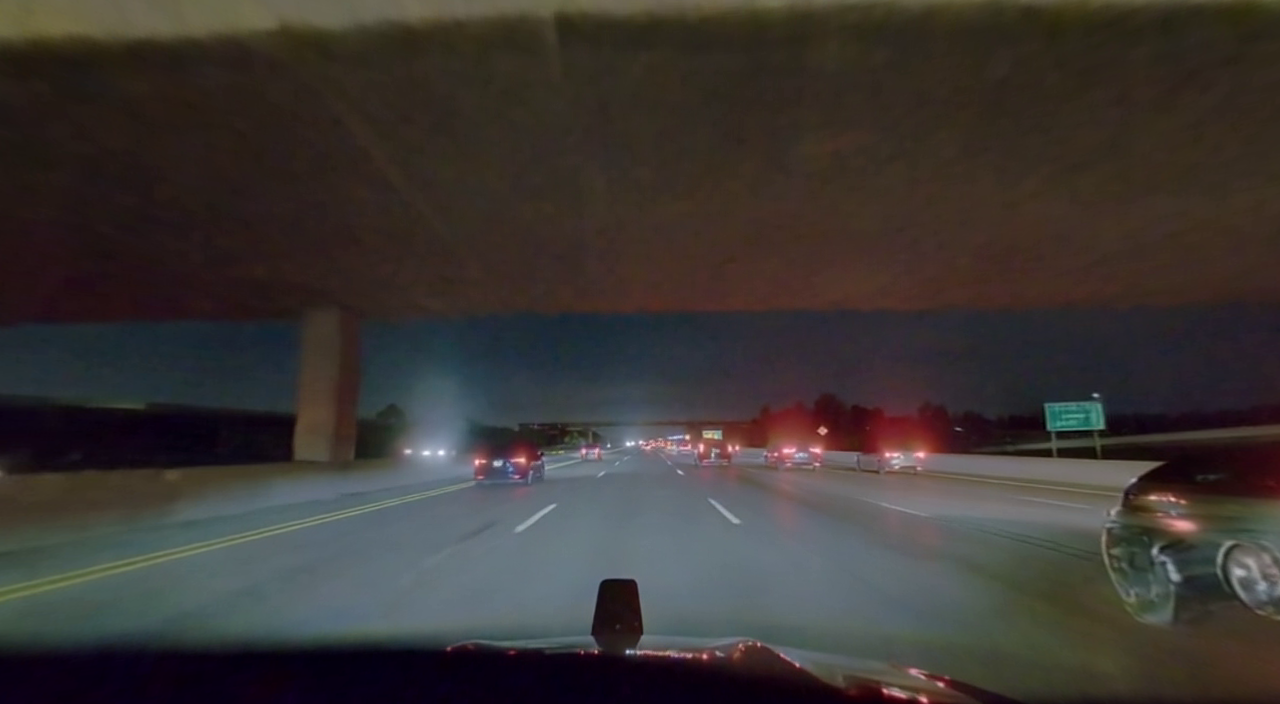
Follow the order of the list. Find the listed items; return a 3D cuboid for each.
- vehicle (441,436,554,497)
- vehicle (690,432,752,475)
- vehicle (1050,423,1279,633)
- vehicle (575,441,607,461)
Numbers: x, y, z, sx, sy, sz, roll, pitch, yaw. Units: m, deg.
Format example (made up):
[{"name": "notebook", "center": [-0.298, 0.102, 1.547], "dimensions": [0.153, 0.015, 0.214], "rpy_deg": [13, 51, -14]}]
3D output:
[{"name": "vehicle", "center": [-3.809, 3.159, 17.848], "dimensions": [1.997, 1.476, 4.703], "rpy_deg": [0, -8, 1]}, {"name": "vehicle", "center": [3.481, 4.478, 28.025], "dimensions": [2.072, 1.761, 4.242], "rpy_deg": [0, -8, -1]}, {"name": "vehicle", "center": [5.549, 1.304, 4.854], "dimensions": [1.989, 1.472, 4.322], "rpy_deg": [0, -8, 2]}, {"name": "vehicle", "center": [-3.738, 7.636, 48.862], "dimensions": [2.047, 1.464, 4.387], "rpy_deg": [0, -8, 1]}]
